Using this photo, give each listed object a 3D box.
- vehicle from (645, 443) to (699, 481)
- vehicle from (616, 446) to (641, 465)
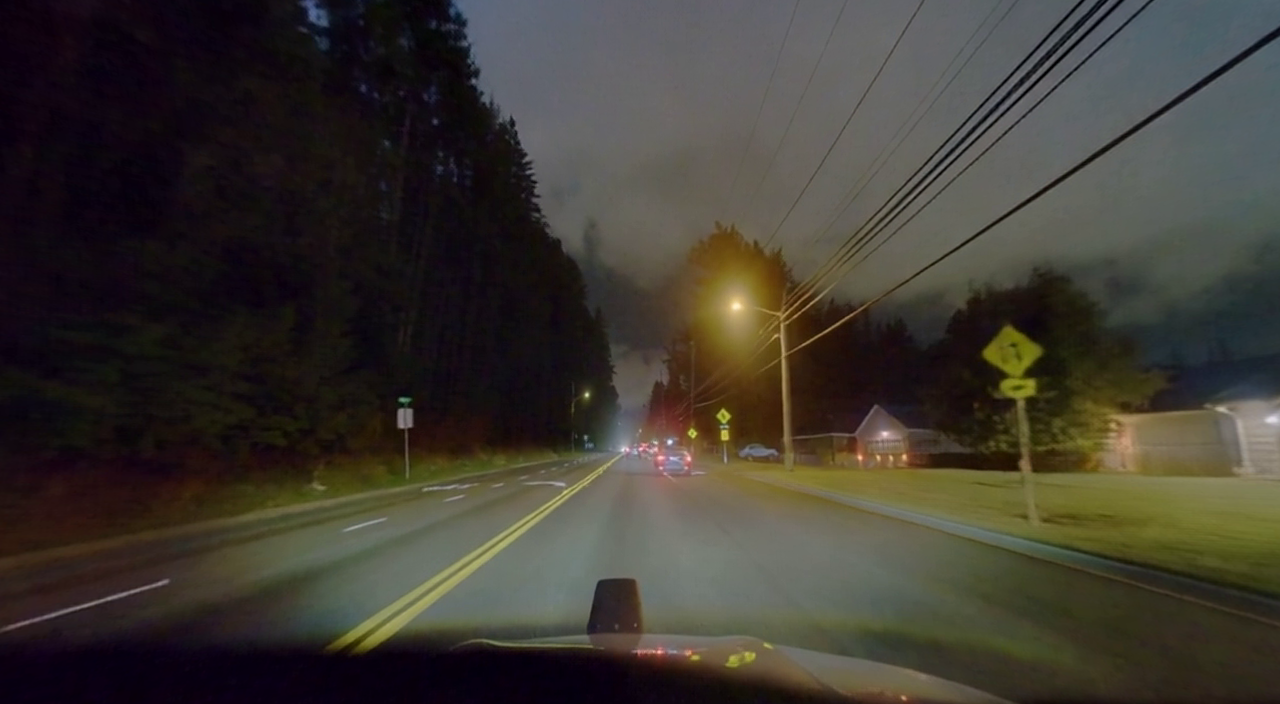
[{"bbox_3d":[1.283,4.701,27.140,1.975,1.497,3.647,0,-9,-3],"label":"vehicle"},{"bbox_3d":[-0.882,8.219,49.919,1.927,1.453,3.848,0,-9,0],"label":"vehicle"}]
